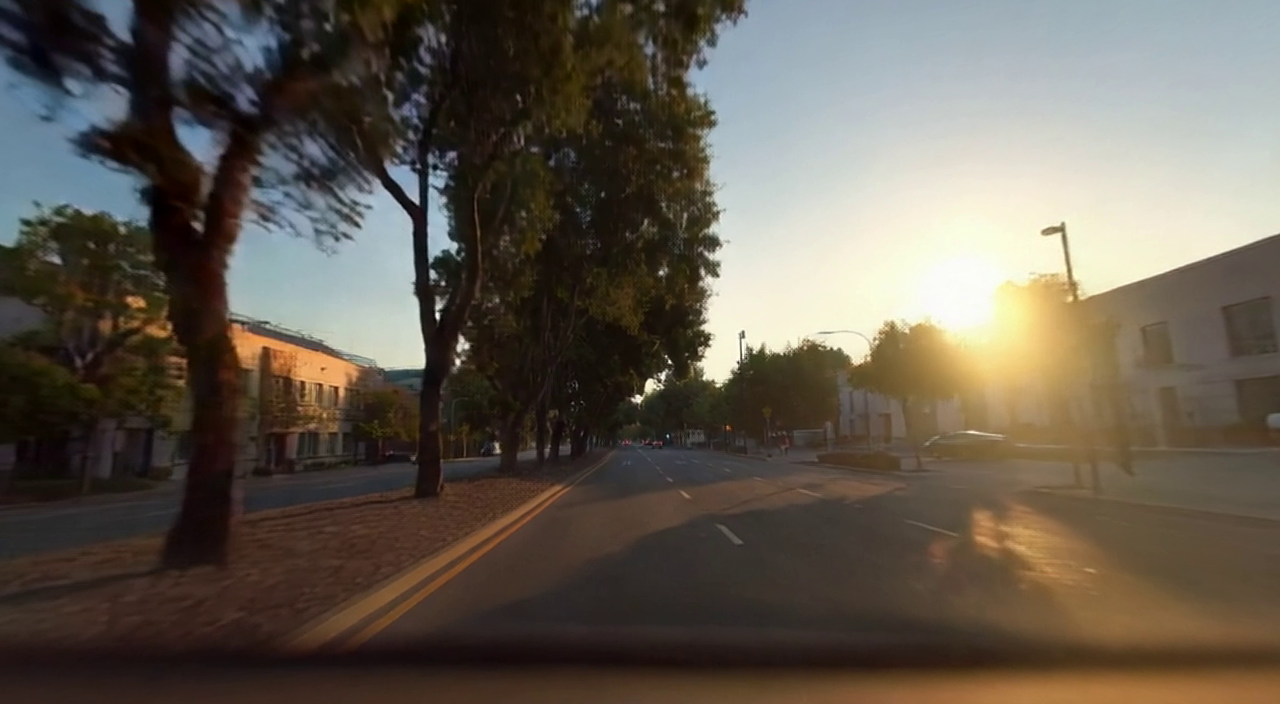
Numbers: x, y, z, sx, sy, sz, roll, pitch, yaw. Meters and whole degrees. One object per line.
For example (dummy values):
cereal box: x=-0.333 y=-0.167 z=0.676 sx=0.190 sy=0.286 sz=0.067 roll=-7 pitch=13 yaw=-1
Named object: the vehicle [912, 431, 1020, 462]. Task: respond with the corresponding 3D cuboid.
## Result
vehicle: x=16.921 y=4.921 z=32.934 sx=4.505 sy=1.498 sz=2.068 roll=0 pitch=-8 yaw=-3
